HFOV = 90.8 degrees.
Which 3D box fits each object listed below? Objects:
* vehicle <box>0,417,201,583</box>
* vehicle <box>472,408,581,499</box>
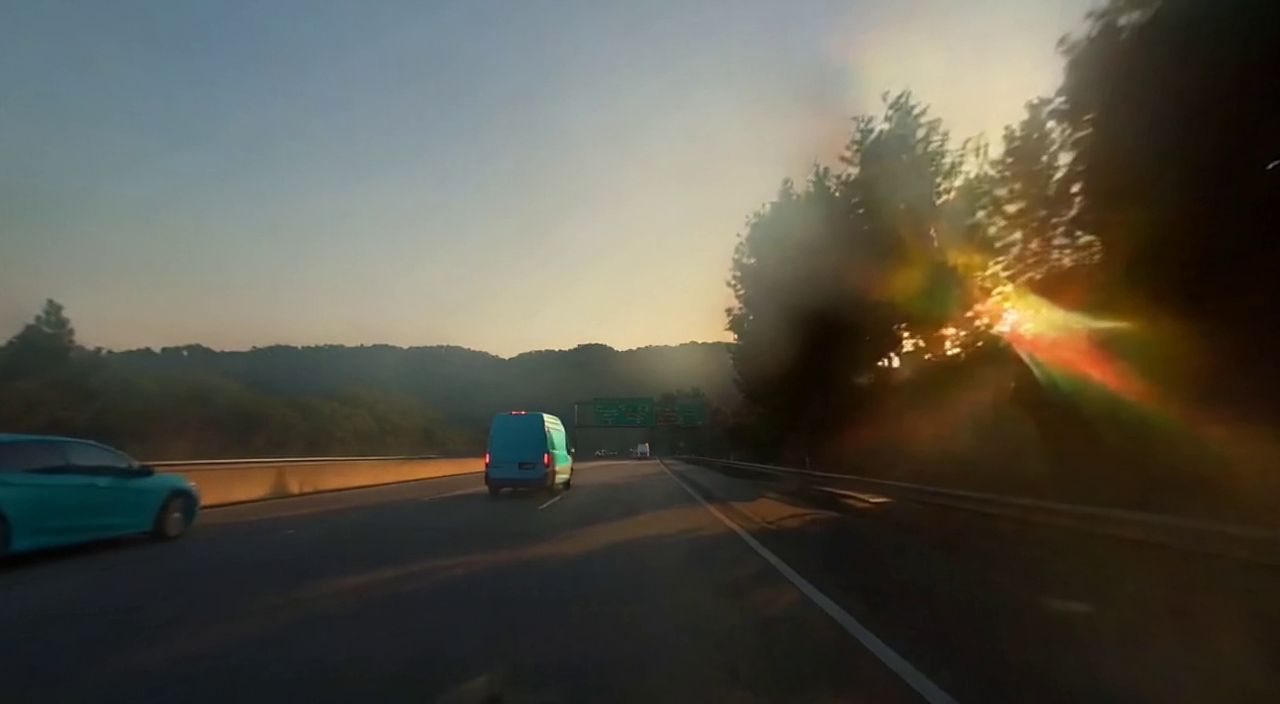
[{"bbox_3d":[-7.579,1.613,7.097,2.164,1.664,4.252,0,-9,0],"label":"vehicle"},{"bbox_3d":[-3.474,3.321,20.805,2.437,2.565,5.829,0,-9,1],"label":"vehicle"}]
